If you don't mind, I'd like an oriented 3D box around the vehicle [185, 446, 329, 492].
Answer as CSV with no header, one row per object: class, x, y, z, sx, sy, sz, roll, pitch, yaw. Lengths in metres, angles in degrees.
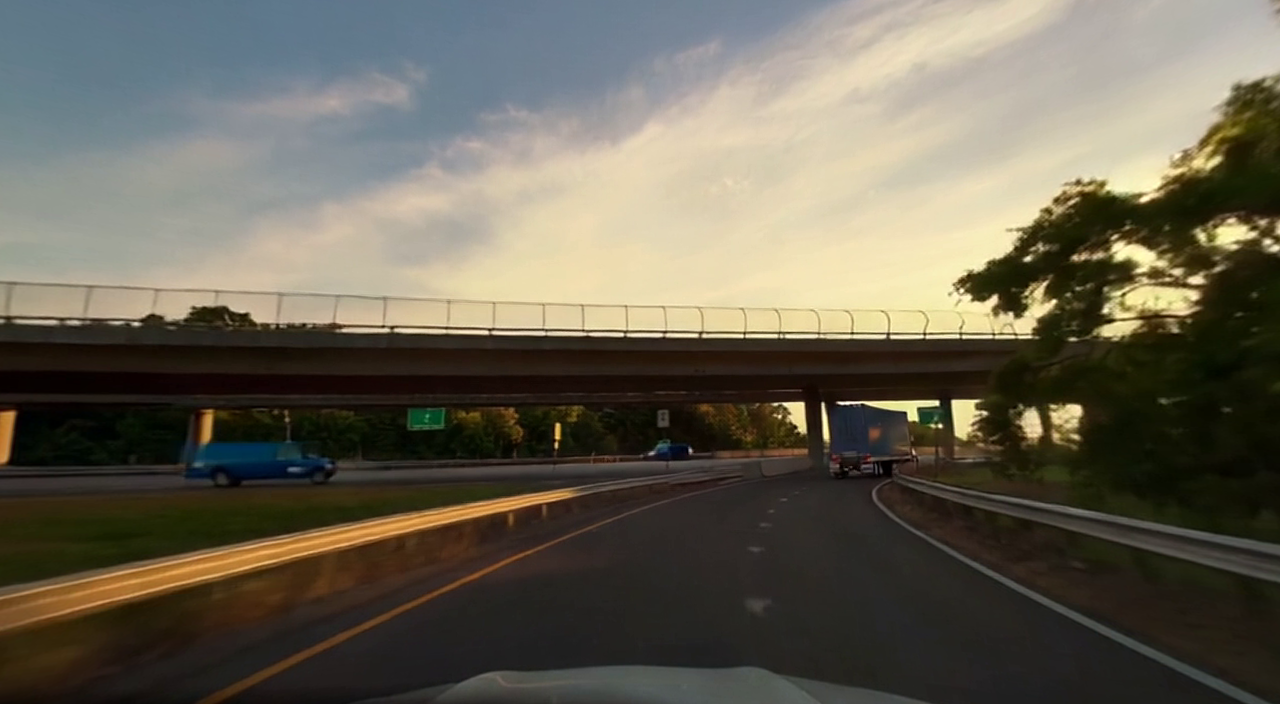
vehicle,-13.446,4.062,22.216,4.024,1.444,1.940,7,-11,-38
